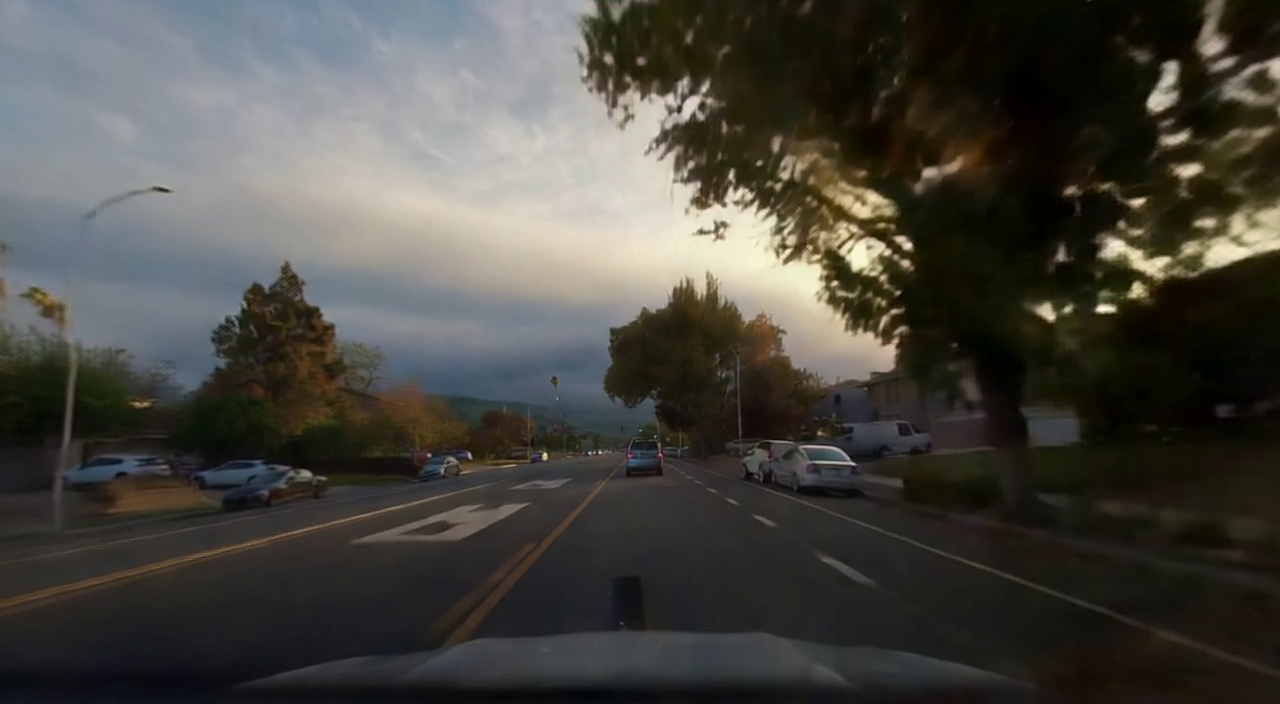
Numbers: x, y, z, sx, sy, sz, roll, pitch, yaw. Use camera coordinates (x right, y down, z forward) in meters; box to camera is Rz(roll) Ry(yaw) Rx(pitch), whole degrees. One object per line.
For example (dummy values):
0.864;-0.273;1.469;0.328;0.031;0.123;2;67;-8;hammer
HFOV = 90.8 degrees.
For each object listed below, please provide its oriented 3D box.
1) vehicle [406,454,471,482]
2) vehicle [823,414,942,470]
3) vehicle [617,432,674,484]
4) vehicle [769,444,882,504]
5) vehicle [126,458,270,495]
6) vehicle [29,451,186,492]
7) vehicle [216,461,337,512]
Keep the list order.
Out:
-12.438;7.205;39.493;2.192;1.541;5.391;-1;-9;1;vehicle
11.895;4.464;31.309;4.855;2.572;2.358;-1;-8;-1;vehicle
0.179;4.378;26.439;2.153;1.942;4.767;0;-9;0;vehicle
5.064;3.356;17.892;1.902;1.472;4.139;0;-9;-1;vehicle
-19.115;5.402;27.498;4.801;1.478;1.883;0;-9;-2;vehicle
-24.755;5.565;29.544;5.278;1.780;2.246;0;-9;0;vehicle
-12.261;4.513;21.631;1.920;1.476;3.826;0;-9;-1;vehicle
